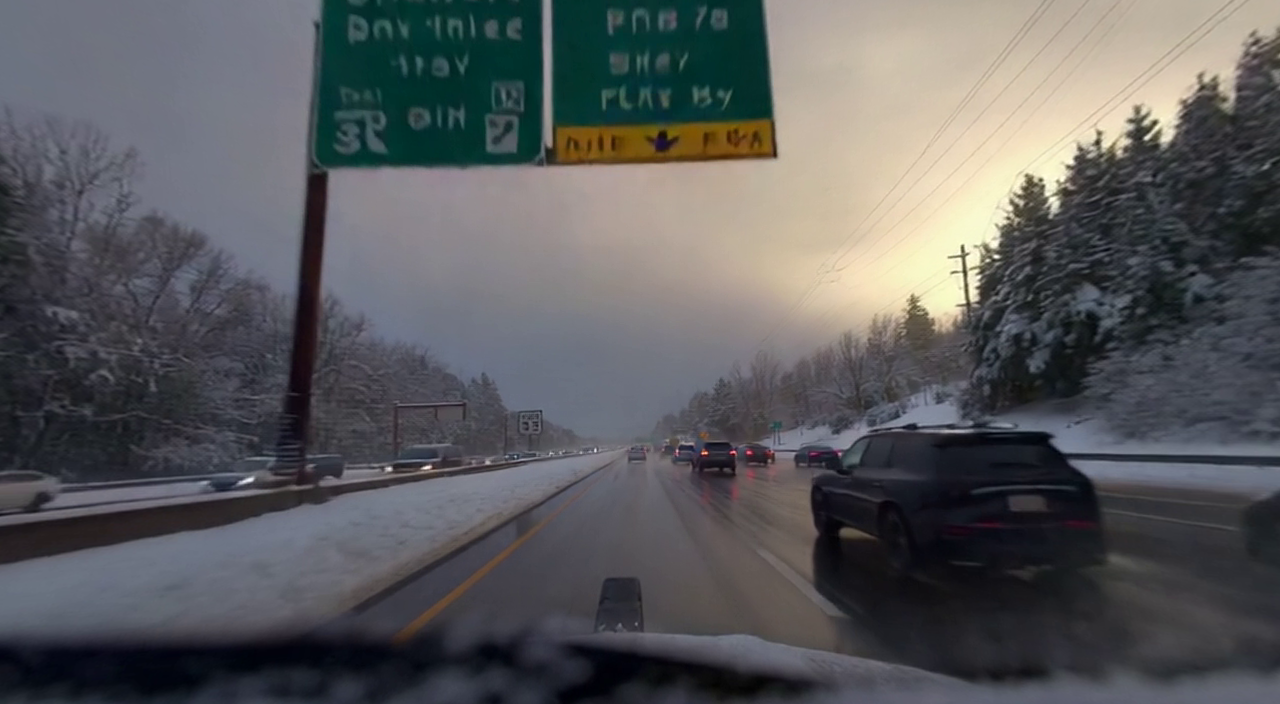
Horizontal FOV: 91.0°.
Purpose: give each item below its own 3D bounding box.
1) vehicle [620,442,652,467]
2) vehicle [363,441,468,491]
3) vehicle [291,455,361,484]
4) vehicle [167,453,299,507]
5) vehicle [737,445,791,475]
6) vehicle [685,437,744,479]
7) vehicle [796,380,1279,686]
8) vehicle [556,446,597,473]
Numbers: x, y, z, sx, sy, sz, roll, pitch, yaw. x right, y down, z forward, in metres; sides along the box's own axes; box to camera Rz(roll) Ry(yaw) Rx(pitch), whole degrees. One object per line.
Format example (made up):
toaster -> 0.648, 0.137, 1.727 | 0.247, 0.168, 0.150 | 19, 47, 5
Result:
vehicle -> -0.333, 7.868, 48.411 | 2.314, 1.796, 4.254 | 0, -9, -1
vehicle -> -8.791, 4.489, 25.249 | 2.214, 1.737, 5.234 | 0, -9, 1
vehicle -> -22.939, 8.602, 46.299 | 2.159, 1.884, 5.705 | 0, -9, 0
vehicle -> -12.408, 3.878, 19.494 | 1.583, 1.428, 3.716 | 0, -9, 0
vehicle -> 6.744, 5.876, 34.616 | 1.909, 1.507, 4.471 | 0, -9, -2
vehicle -> 3.494, 5.068, 30.360 | 2.138, 1.826, 4.783 | 0, -9, -1
vehicle -> 3.163, 1.372, 5.992 | 2.092, 1.723, 4.670 | 0, -9, -1
vehicle -> -3.760, 6.437, 37.958 | 2.051, 1.510, 4.373 | 0, -9, 0
